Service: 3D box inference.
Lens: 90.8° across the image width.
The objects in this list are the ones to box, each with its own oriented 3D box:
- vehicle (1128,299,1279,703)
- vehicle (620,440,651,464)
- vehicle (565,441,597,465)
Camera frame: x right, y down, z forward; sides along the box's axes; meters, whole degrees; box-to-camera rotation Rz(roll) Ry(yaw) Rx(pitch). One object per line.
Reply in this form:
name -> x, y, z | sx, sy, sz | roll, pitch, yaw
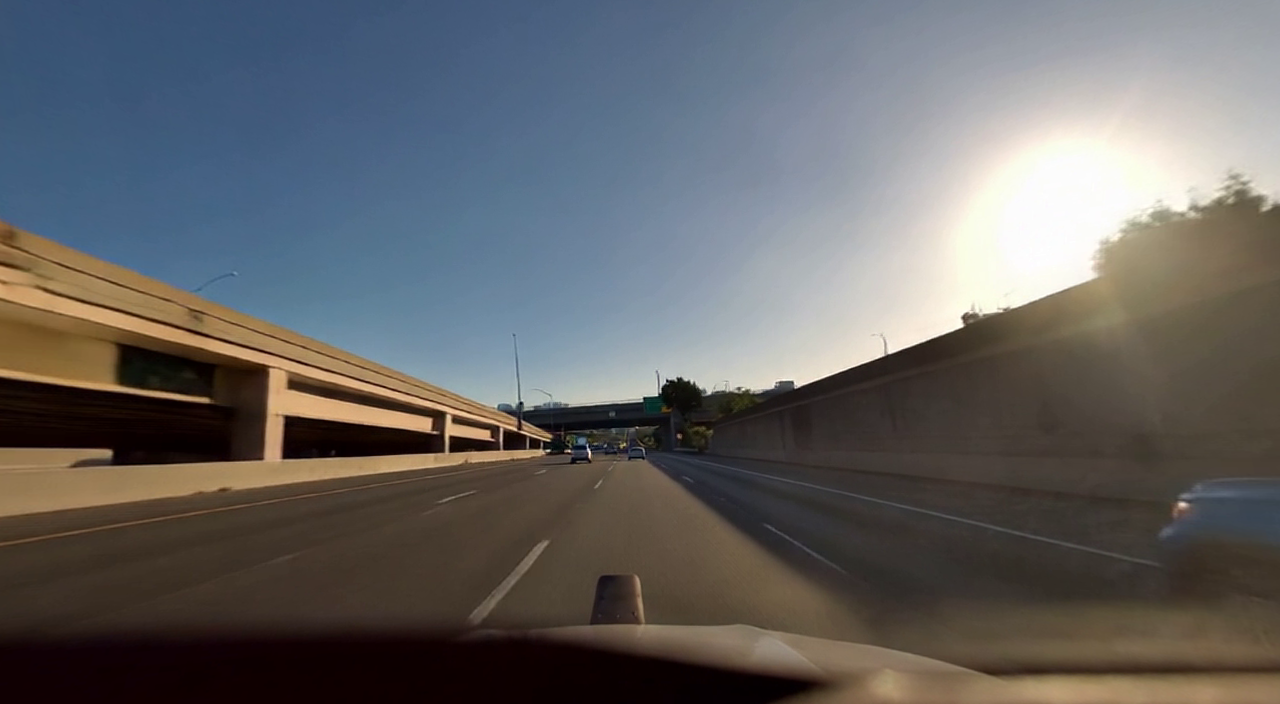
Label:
vehicle -> 3.703, 0.466, 0.801 | 2.288, 1.841, 4.779 | 0, -8, 0
vehicle -> -0.343, 7.274, 46.136 | 2.132, 1.657, 3.967 | 0, -8, -1
vehicle -> -4.249, 7.310, 46.076 | 2.000, 1.646, 4.201 | 0, -8, -1
